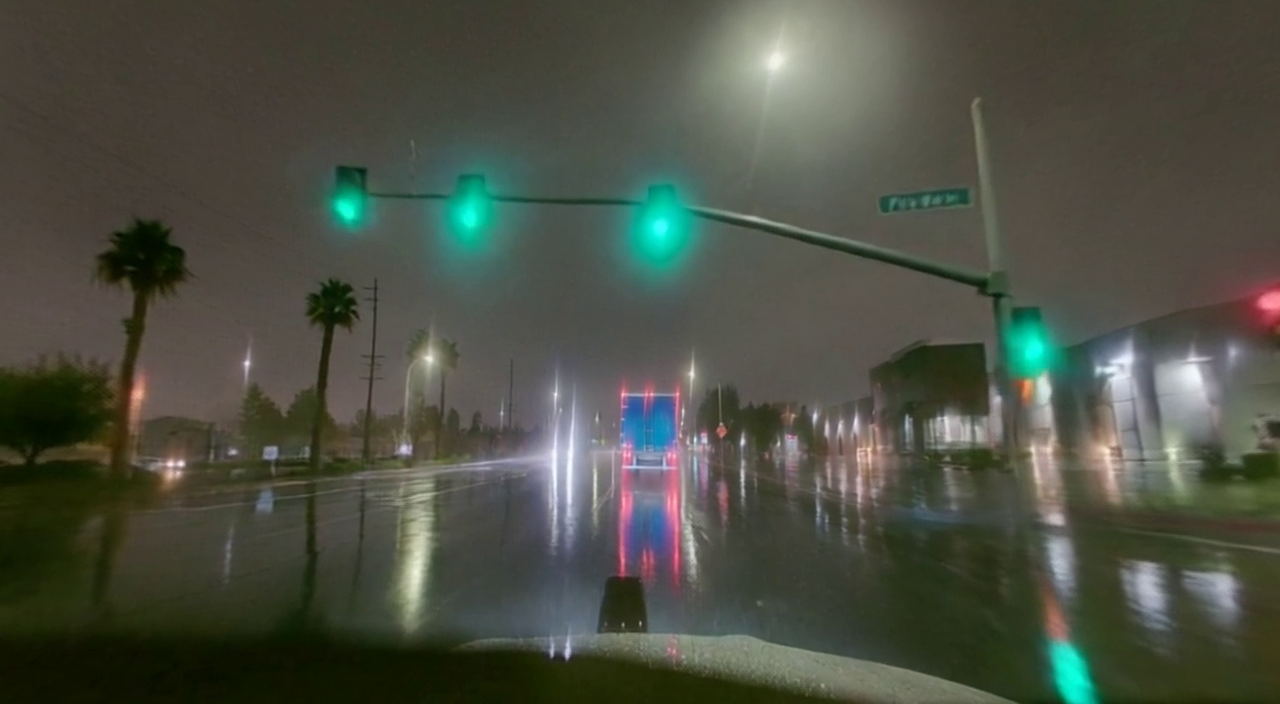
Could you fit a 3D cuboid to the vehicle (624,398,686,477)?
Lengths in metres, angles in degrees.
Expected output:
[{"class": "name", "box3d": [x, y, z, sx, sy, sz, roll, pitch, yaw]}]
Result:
[{"class": "vehicle", "box3d": [0.613, 5.214, 37.703, 2.992, 3.949, 11.815, 0, -9, -2]}]

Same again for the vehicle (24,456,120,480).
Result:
[{"class": "vehicle", "box3d": [-36.358, 7.430, 40.249, 4.392, 1.472, 1.854, 0, -9, 2]}]
